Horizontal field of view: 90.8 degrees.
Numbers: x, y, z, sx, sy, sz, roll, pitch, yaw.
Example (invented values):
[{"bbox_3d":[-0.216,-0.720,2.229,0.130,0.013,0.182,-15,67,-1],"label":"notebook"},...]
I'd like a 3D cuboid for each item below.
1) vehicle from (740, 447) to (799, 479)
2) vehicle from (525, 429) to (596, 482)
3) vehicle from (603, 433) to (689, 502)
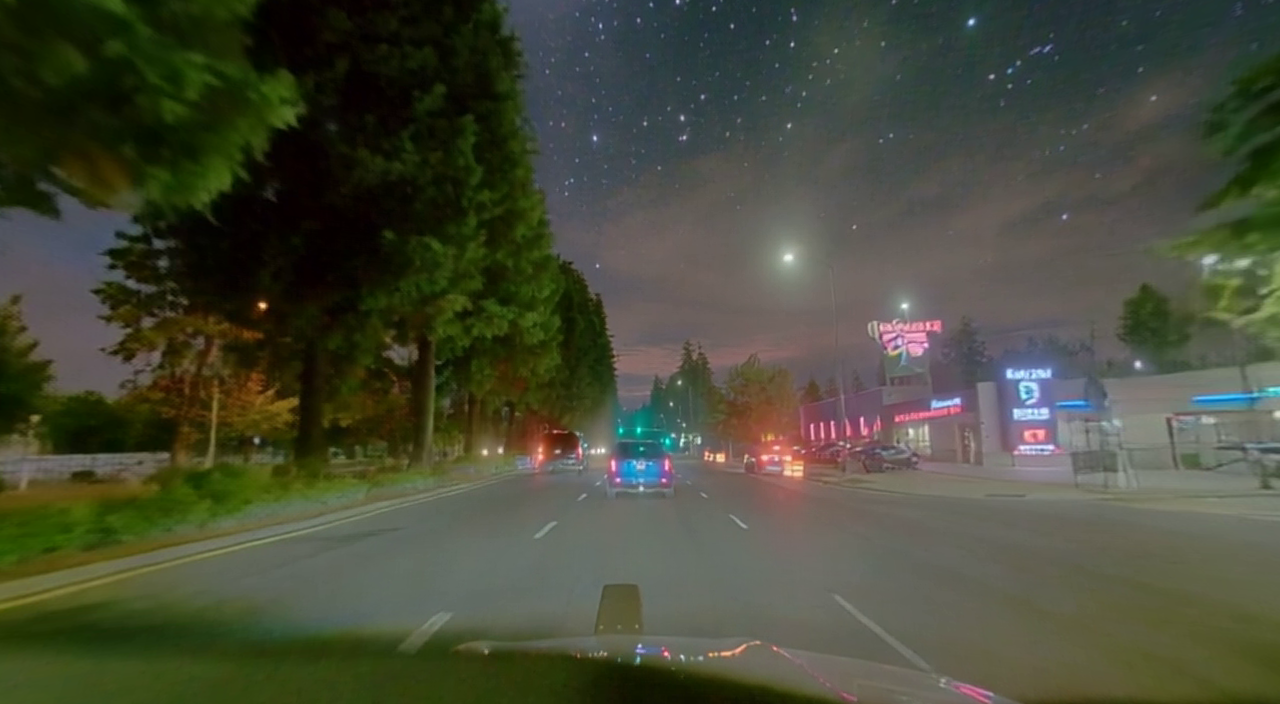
[{"bbox_3d":[6.706,5.794,33.186,2.076,1.535,4.460,1,-9,-1],"label":"vehicle"},{"bbox_3d":[-3.369,4.552,28.022,2.357,2.063,5.488,0,-9,1],"label":"vehicle"},{"bbox_3d":[0.101,3.246,18.127,2.168,1.725,4.192,0,-9,-1],"label":"vehicle"}]
